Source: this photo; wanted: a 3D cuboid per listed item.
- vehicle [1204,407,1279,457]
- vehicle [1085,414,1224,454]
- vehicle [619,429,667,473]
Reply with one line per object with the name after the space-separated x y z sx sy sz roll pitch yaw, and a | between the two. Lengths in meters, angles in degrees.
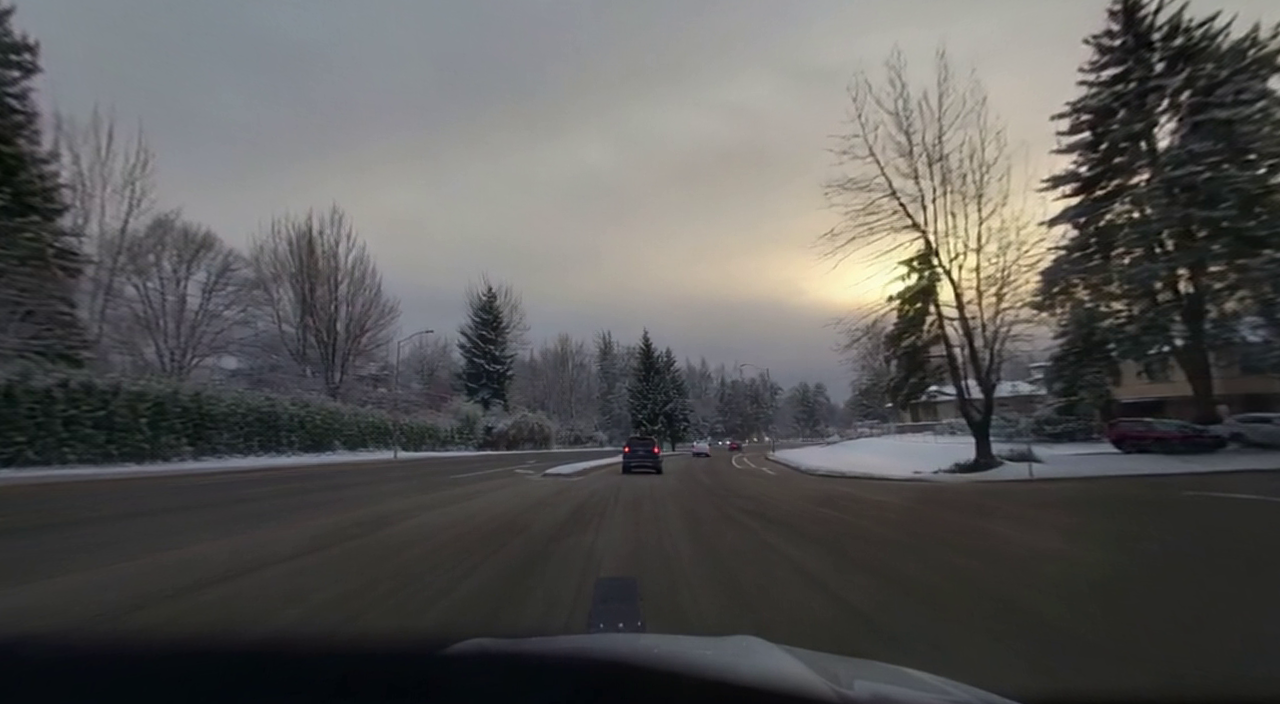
26.143 3.355 25.984 1.947 1.926 4.237 -1 -8 8 | vehicle
22.863 3.709 28.165 1.826 1.621 4.546 2 -9 -13 | vehicle
0.233 4.868 31.069 2.072 2.002 4.391 0 -8 5 | vehicle
